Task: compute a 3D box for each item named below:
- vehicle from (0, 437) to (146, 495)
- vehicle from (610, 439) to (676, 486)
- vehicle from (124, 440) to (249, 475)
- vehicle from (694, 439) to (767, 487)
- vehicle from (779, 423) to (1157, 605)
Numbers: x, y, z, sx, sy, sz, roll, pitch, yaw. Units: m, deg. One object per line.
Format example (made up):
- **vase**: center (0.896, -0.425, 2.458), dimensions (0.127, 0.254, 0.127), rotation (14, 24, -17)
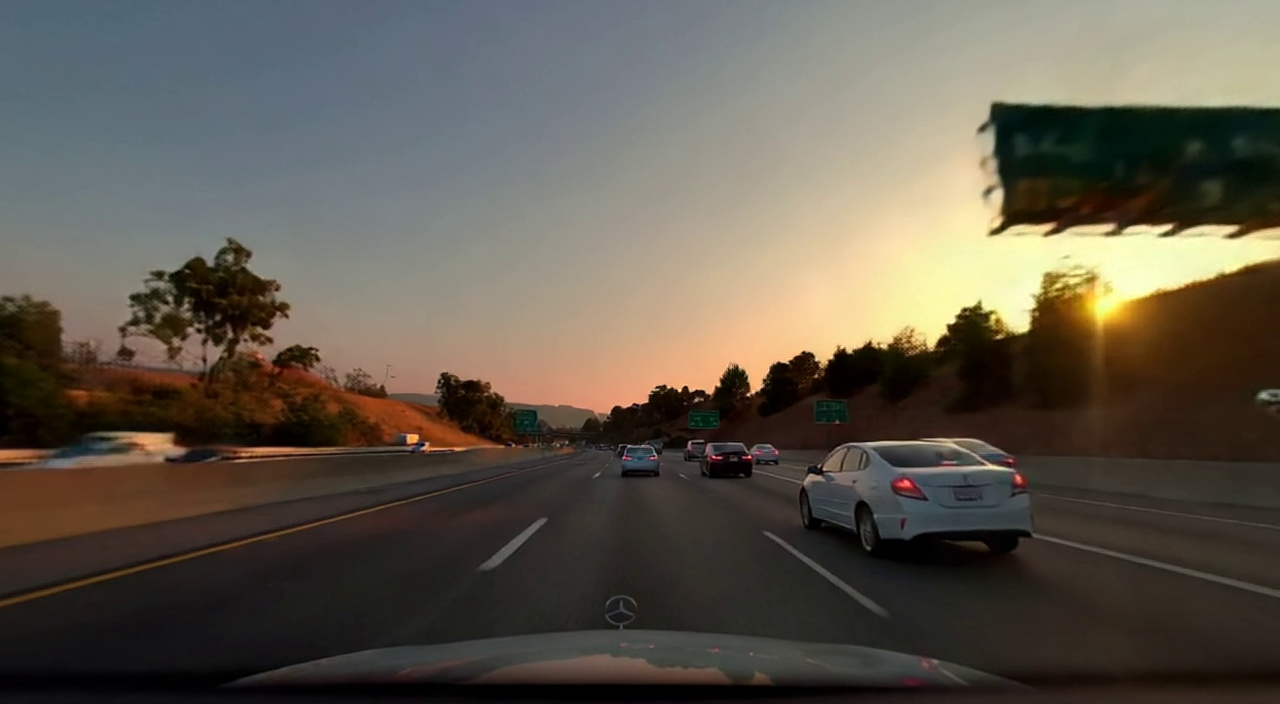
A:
- **vehicle**: center (-17.414, 3.290, 18.621), dimensions (1.935, 1.491, 4.689), rotation (0, -9, 0)
- **vehicle**: center (0.058, 3.796, 21.979), dimensions (2.098, 1.475, 3.997), rotation (0, -8, -1)
- **vehicle**: center (-20.842, 4.864, 29.339), dimensions (2.353, 1.481, 4.725), rotation (1, -9, -1)
- **vehicle**: center (3.086, 3.872, 22.435), dimensions (1.856, 1.517, 4.198), rotation (0, -9, -2)
- **vehicle**: center (3.286, 1.712, 7.738), dimensions (1.993, 1.504, 4.781), rotation (0, -8, -1)
